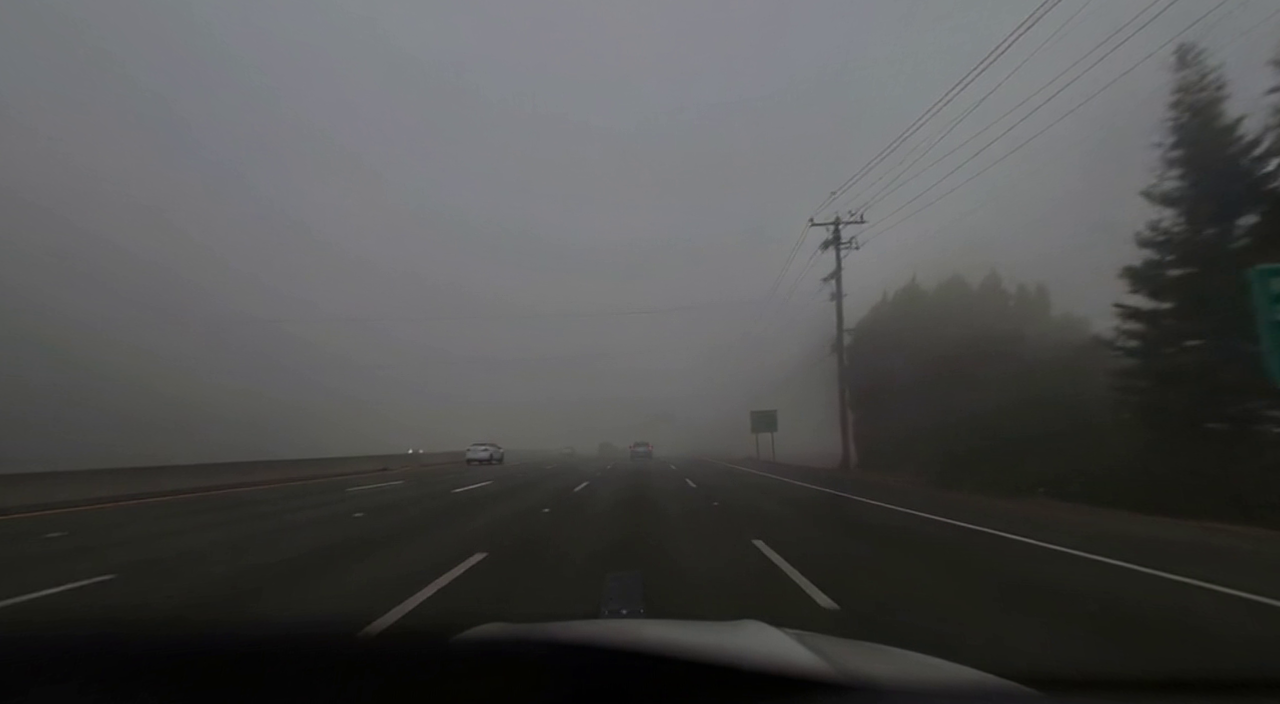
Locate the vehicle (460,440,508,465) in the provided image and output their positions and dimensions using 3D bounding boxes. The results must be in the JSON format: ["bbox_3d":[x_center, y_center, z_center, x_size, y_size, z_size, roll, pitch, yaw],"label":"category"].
[{"bbox_3d":[-10.150,6.563,41.367,1.947,1.528,4.355,0,-8,1],"label":"vehicle"}]
